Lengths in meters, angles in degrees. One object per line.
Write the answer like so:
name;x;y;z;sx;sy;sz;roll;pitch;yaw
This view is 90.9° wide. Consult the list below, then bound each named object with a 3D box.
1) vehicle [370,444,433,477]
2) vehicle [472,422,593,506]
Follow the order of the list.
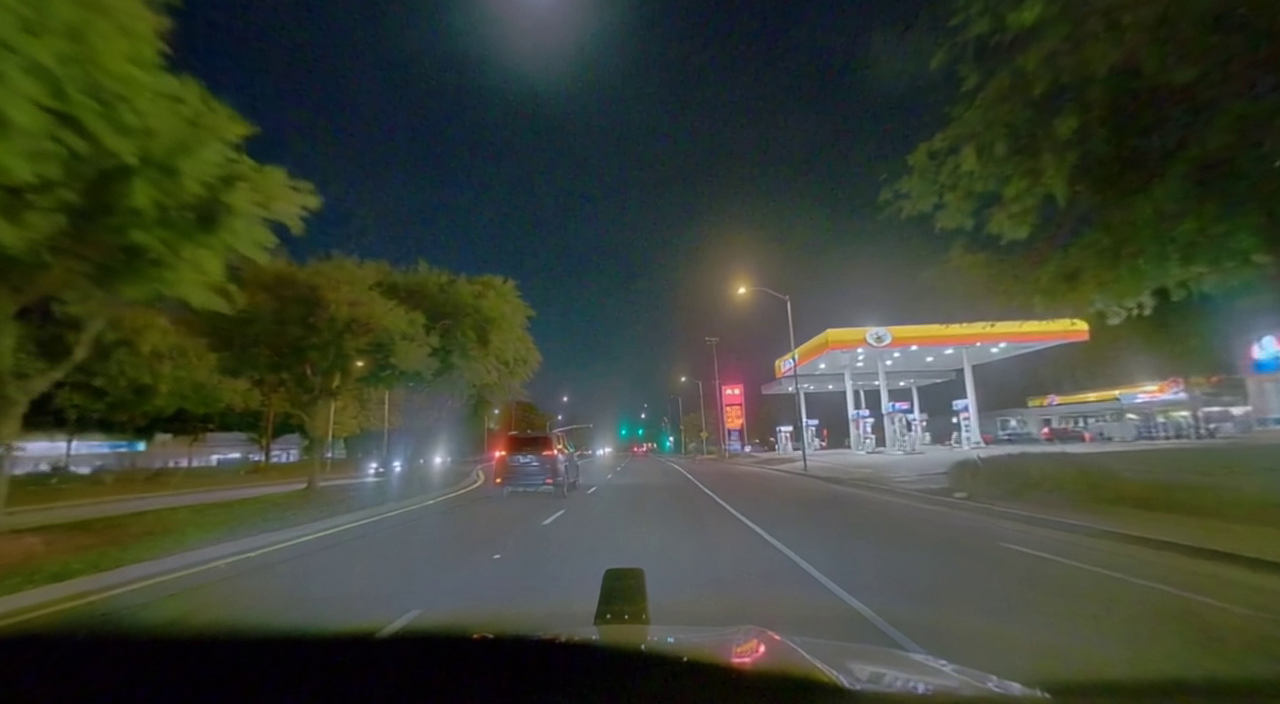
vehicle;-13.156;5.991;35.030;1.825;1.705;4.234;0;-8;0
vehicle;-2.556;2.827;16.401;2.190;1.844;4.751;0;-8;2
